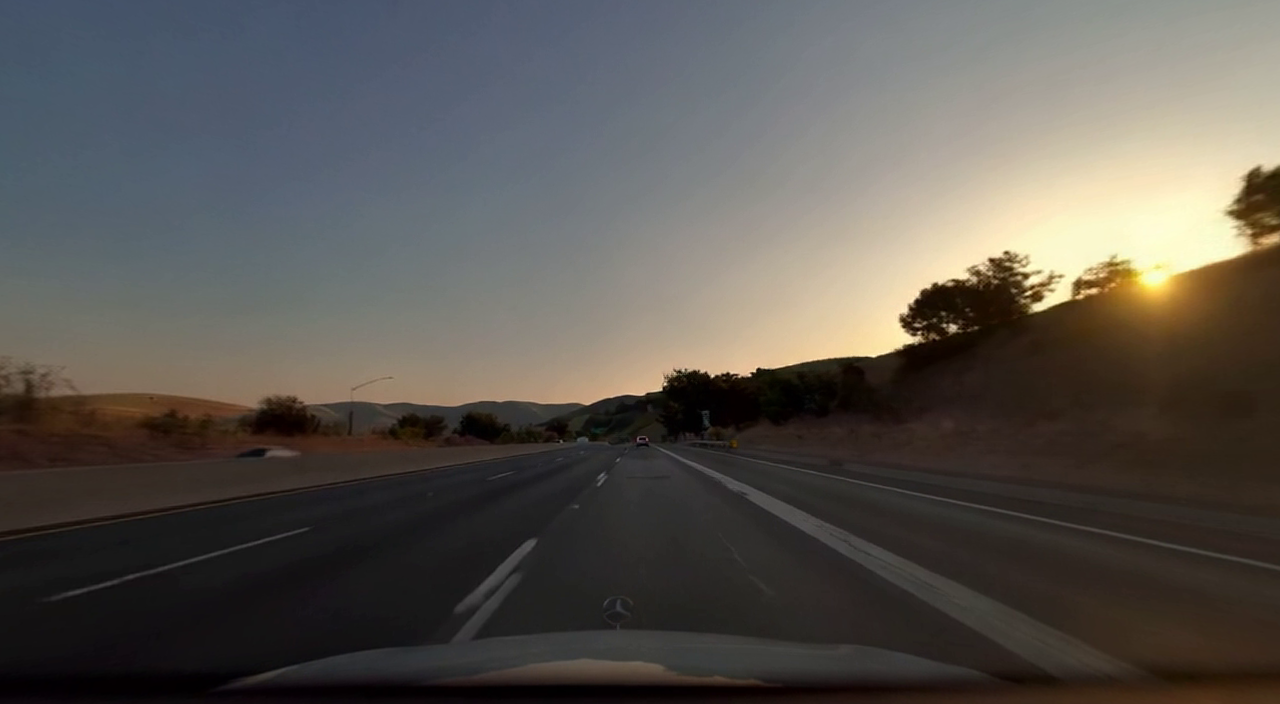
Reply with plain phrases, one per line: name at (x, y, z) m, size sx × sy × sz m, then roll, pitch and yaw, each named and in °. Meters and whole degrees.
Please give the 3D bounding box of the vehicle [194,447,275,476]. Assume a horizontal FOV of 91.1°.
vehicle at (-22.625, 6.096, 35.262) m, size 1.776 × 1.493 × 4.020 m, roll 0°, pitch -8°, yaw 1°
